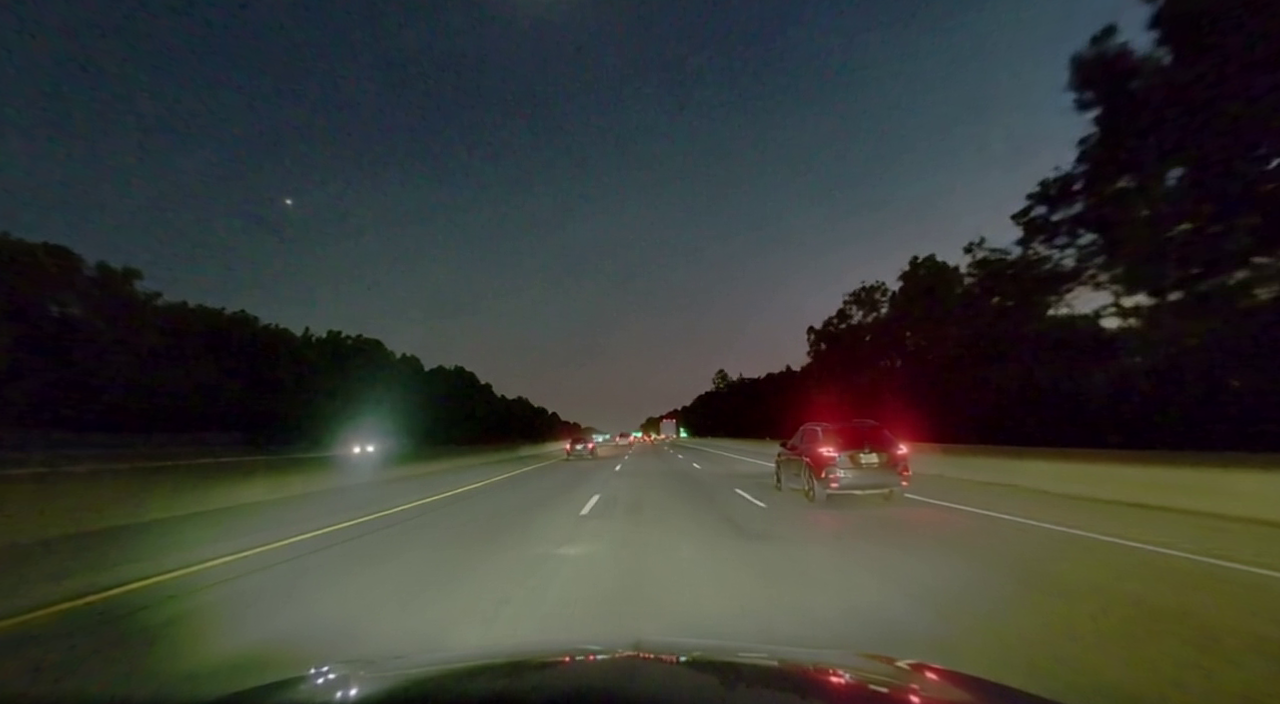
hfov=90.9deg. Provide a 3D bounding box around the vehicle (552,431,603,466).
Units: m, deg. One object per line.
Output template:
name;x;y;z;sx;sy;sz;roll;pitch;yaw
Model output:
vehicle;-2.971;4.678;30.724;2.025;1.571;3.662;-1;-9;1
